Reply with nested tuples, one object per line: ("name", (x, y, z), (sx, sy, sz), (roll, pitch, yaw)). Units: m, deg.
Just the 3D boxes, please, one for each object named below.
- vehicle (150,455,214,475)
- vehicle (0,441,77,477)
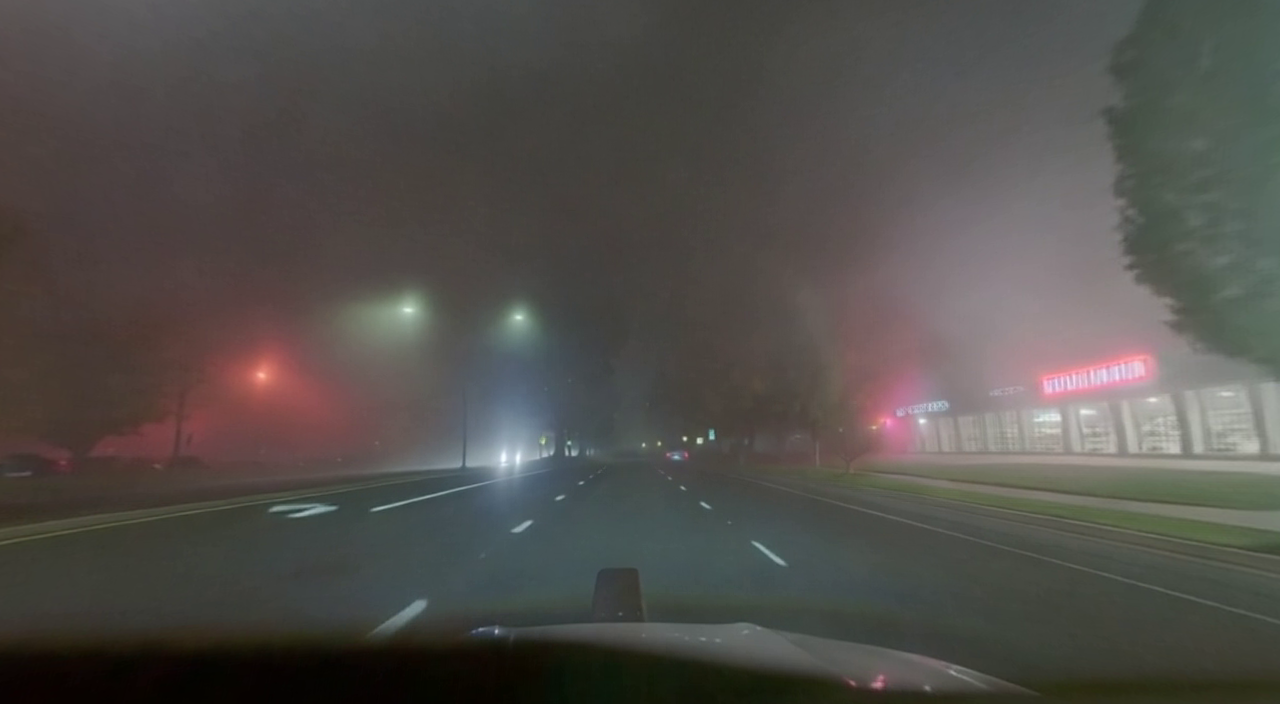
("vehicle", (-32.824, 8.110, 45.113), (3.282, 1.336, 1.542), (0, -9, -5))
("vehicle", (-33.134, 5.800, 33.998), (3.825, 1.489, 1.778), (-6, -7, -2))
